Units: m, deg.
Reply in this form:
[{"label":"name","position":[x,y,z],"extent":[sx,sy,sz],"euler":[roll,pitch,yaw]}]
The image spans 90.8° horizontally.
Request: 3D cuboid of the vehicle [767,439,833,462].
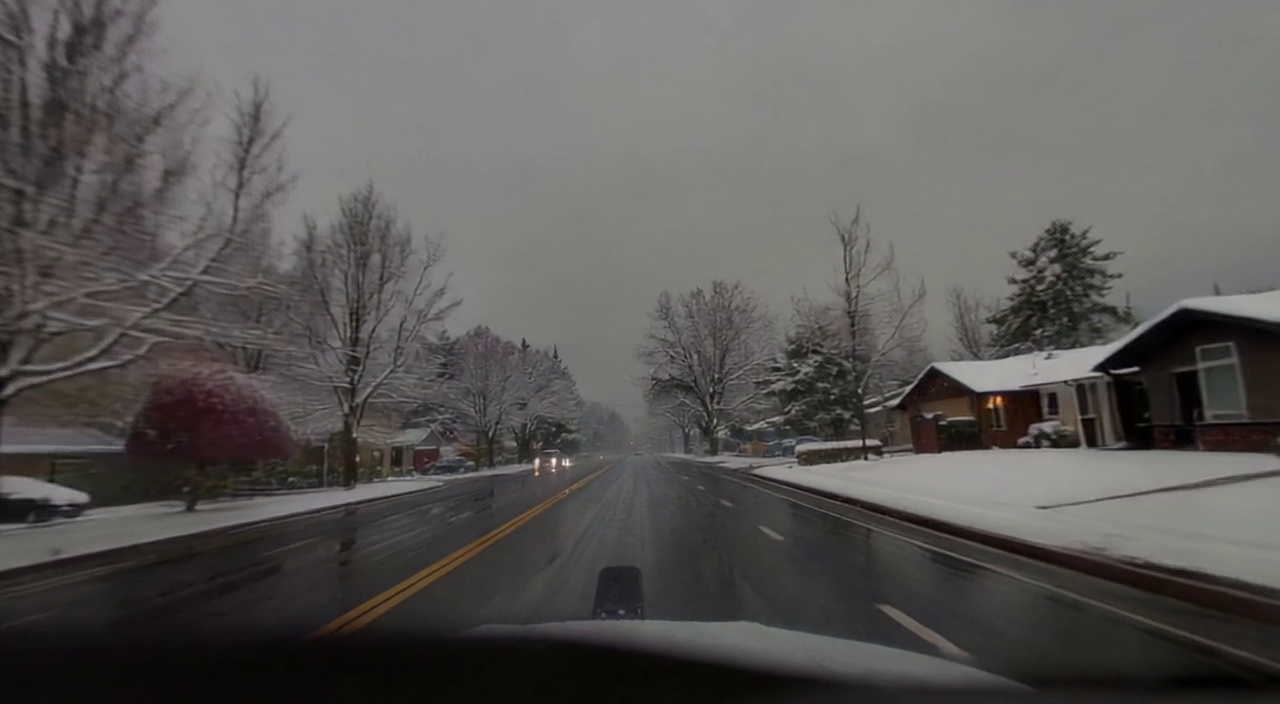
[{"label":"vehicle","position":[11.991,7.370,47.441],"extent":[4.392,1.685,1.959],"euler":[1,-8,-4]}]
